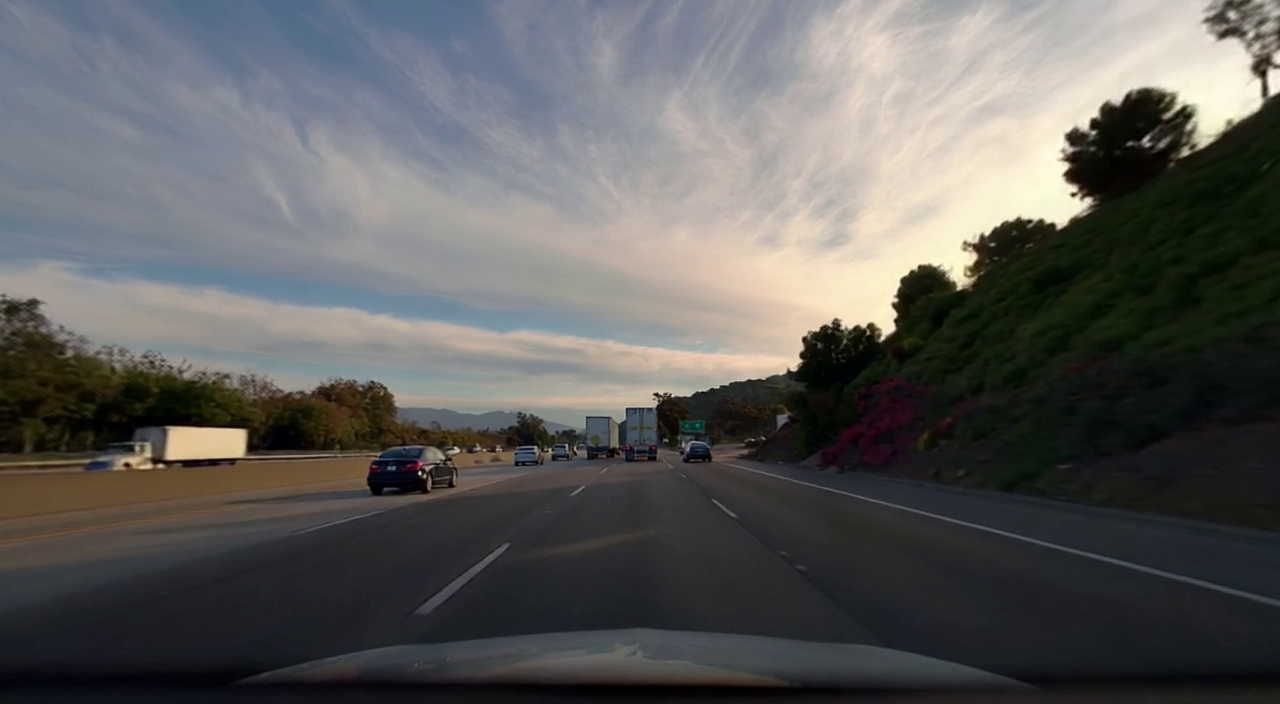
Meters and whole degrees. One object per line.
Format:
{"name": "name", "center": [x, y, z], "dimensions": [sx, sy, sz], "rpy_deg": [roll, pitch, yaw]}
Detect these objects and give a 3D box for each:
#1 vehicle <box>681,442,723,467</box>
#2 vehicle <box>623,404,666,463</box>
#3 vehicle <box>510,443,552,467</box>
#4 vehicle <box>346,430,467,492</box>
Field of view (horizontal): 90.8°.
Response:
{"name": "vehicle", "center": [3.636, 6.126, 37.855], "dimensions": [2.006, 1.452, 4.246], "rpy_deg": [0, -9, -1]}
{"name": "vehicle", "center": [0.273, 6.551, 49.940], "dimensions": [2.969, 4.104, 10.906], "rpy_deg": [0, -9, 0]}
{"name": "vehicle", "center": [-6.892, 6.572, 40.347], "dimensions": [1.891, 1.460, 4.506], "rpy_deg": [0, -9, 0]}
{"name": "vehicle", "center": [-7.280, 3.451, 20.240], "dimensions": [2.122, 1.754, 4.379], "rpy_deg": [0, -9, 1]}
